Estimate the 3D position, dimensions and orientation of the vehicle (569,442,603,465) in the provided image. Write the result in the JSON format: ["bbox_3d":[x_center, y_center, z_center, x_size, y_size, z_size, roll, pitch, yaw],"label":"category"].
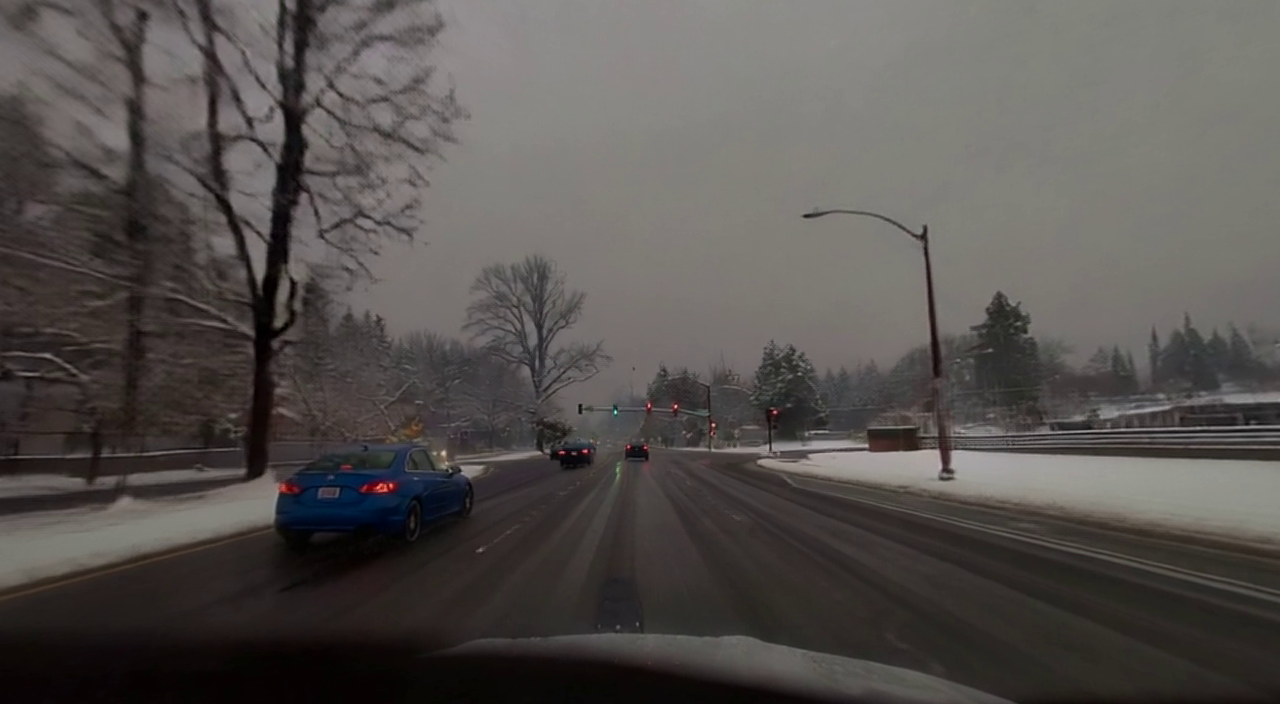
[{"bbox_3d":[-3.892,7.459,46.457,2.103,1.592,4.160,0,-9,1],"label":"vehicle"}]

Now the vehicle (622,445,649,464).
[{"bbox_3d":[-0.383,7.919,49.019,1.991,1.431,4.199,0,-9,-1],"label":"vehicle"}]

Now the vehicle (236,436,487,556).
[{"bbox_3d":[-3.872,2.059,9.809,1.905,1.418,4.396,0,-9,0],"label":"vehicle"}]
